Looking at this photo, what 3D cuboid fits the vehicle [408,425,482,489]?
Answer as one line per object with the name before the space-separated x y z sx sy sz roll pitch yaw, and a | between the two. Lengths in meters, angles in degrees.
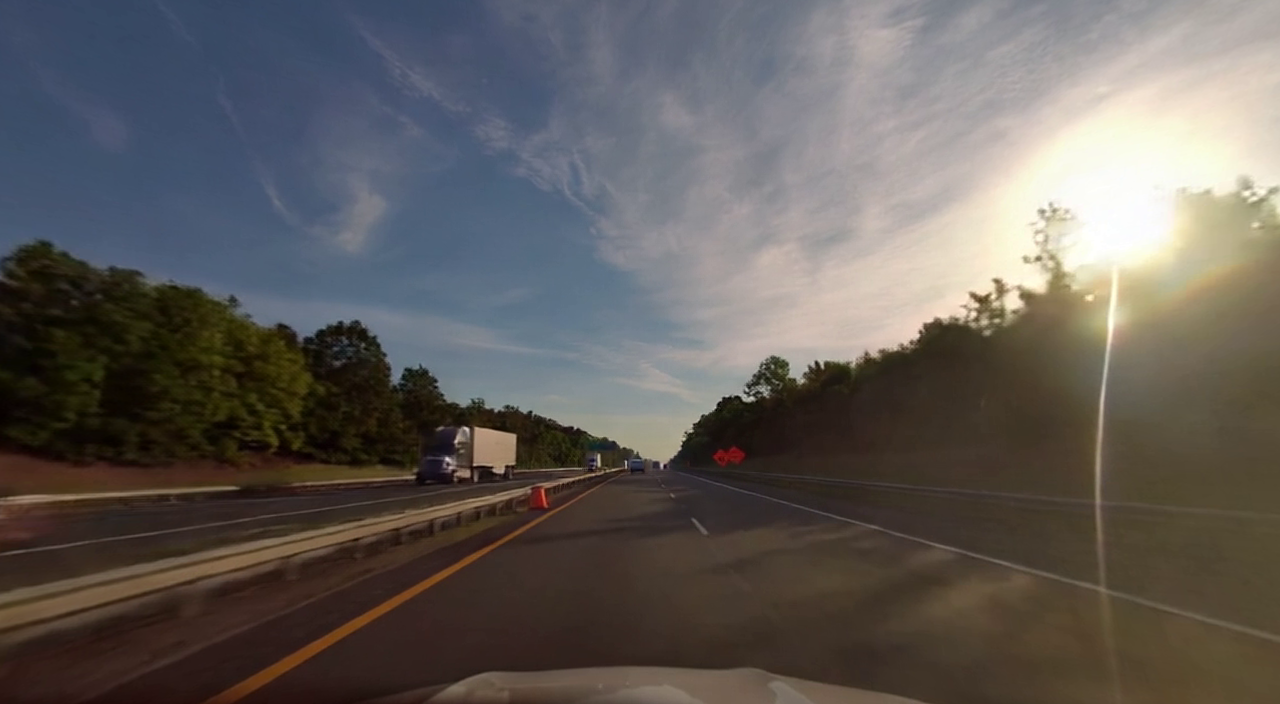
vehicle | -13.126 7.188 43.096 2.963 3.991 5.854 1 -10 1
